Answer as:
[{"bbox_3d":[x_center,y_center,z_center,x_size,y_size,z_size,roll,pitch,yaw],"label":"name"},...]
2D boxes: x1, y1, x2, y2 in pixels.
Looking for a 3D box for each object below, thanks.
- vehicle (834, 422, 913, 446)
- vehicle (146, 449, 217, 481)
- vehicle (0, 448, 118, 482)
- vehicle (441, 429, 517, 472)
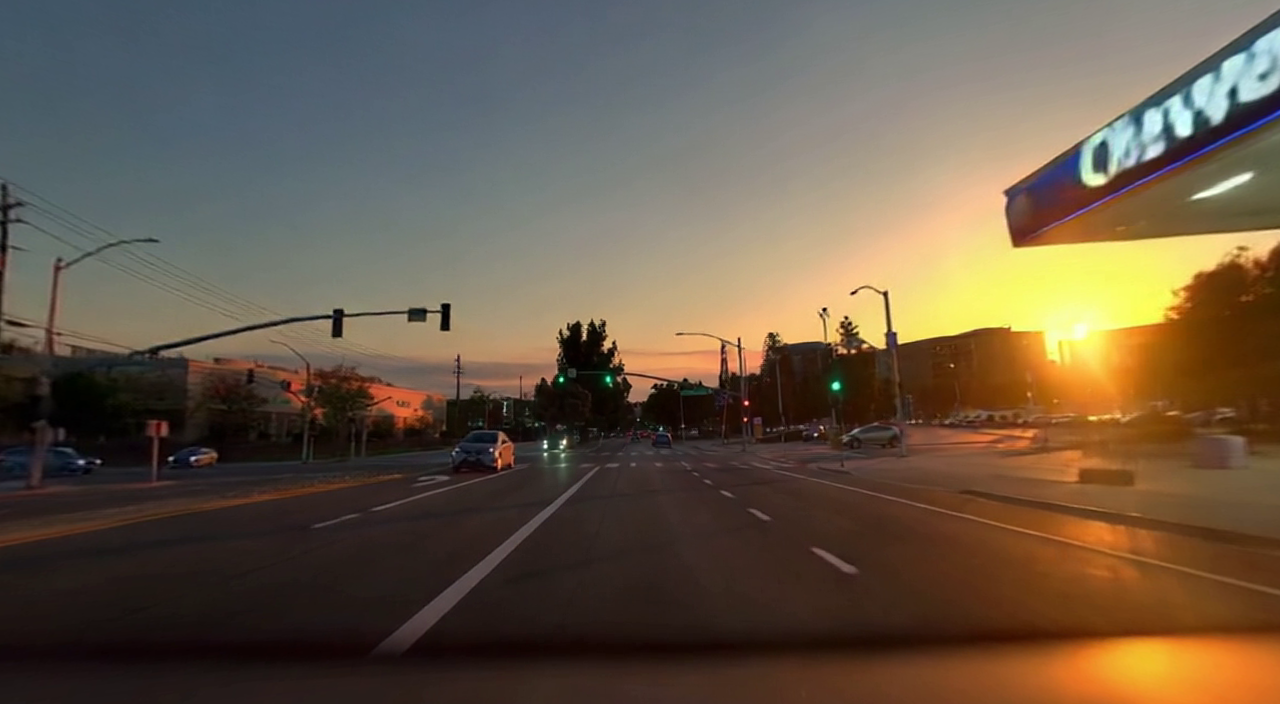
[{"bbox_3d":[16.211,5.725,44.041,4.727,1.585,2.066,-1,-8,1],"label":"vehicle"},{"bbox_3d":[-23.277,5.682,31.995,4.444,1.457,1.927,-8,-11,42],"label":"vehicle"},{"bbox_3d":[-33.012,6.353,35.680,5.040,1.826,2.155,0,-8,-1],"label":"vehicle"},{"bbox_3d":[-6.831,4.236,27.292,2.074,1.692,4.333,0,-8,1],"label":"vehicle"}]
